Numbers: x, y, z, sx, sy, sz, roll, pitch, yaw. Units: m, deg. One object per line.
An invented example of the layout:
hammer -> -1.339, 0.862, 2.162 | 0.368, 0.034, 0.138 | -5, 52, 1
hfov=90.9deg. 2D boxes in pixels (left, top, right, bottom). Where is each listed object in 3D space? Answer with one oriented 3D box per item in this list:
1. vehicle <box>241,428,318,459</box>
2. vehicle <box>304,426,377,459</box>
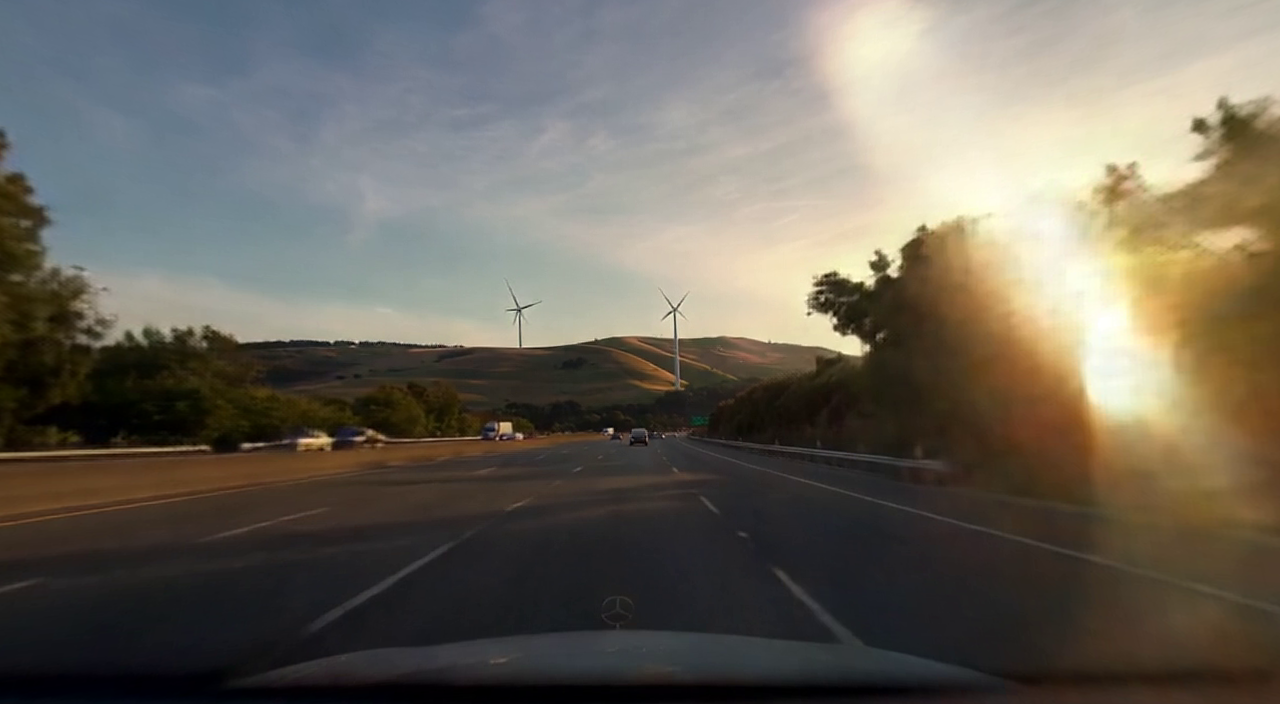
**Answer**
vehicle -> -24.054, 6.115, 42.315 | 2.073, 1.974, 5.139 | 0, -8, 1
vehicle -> -19.646, 5.951, 41.655 | 2.086, 1.974, 5.436 | 0, -8, 0
